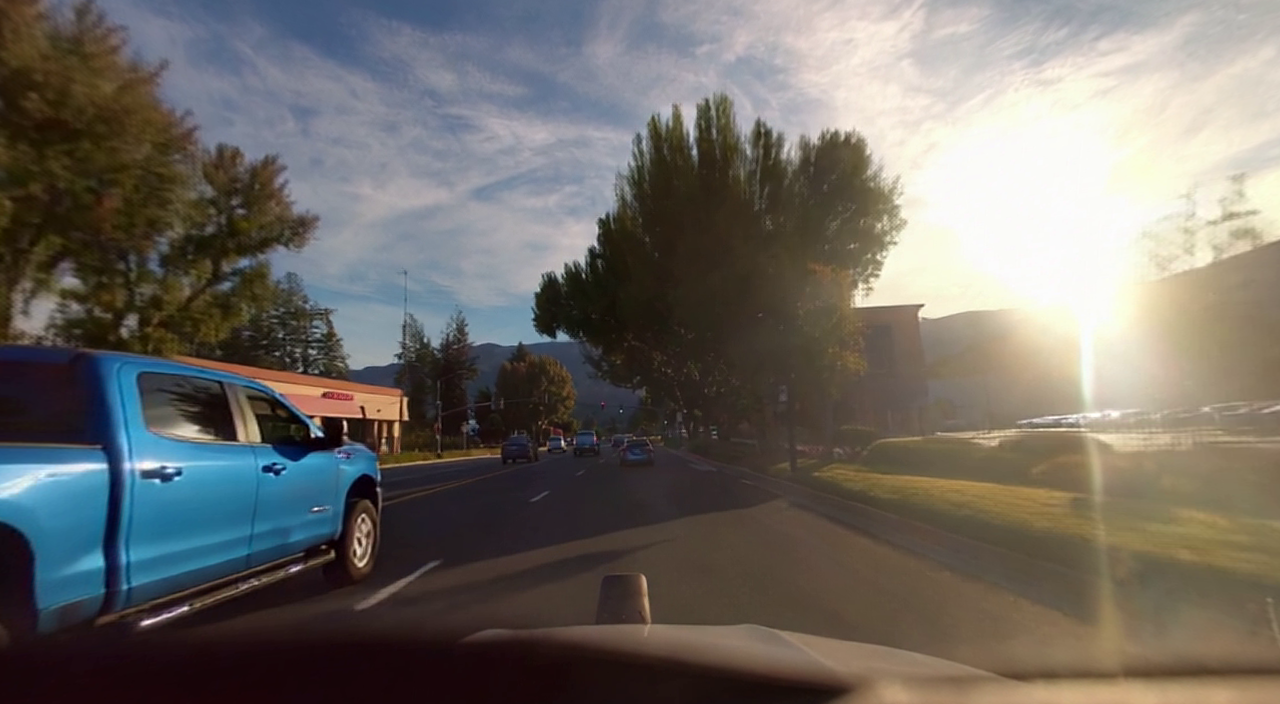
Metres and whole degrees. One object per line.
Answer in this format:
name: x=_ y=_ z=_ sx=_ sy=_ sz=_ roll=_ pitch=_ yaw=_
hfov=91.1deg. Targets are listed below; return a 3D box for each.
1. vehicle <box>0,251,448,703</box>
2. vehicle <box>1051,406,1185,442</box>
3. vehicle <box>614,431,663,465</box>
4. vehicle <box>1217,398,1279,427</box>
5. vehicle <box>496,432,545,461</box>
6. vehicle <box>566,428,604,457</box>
vehicle: x=-3.581 y=0.863 z=3.618 sx=2.552 sy=2.079 sz=6.810 roll=0 pitch=-8 yaw=2
vehicle: x=22.770 y=3.513 z=30.178 sx=4.767 sy=1.443 sz=1.978 roll=-6 pitch=-10 yaw=29
vehicle: x=-0.086 y=4.673 z=30.611 sx=2.191 sy=1.530 sz=4.470 roll=0 pitch=-8 yaw=-1
vehicle: x=39.697 y=3.973 z=40.541 sx=4.665 sy=1.645 sz=2.163 roll=5 pitch=-10 yaw=-30
vehicle: x=-7.947 y=6.340 z=42.185 sx=2.146 sy=1.788 sz=5.153 roll=0 pitch=-8 yaw=1
vehicle: x=-3.875 y=6.503 z=45.099 sx=2.243 sy=1.976 sz=4.514 roll=0 pitch=-8 yaw=1
